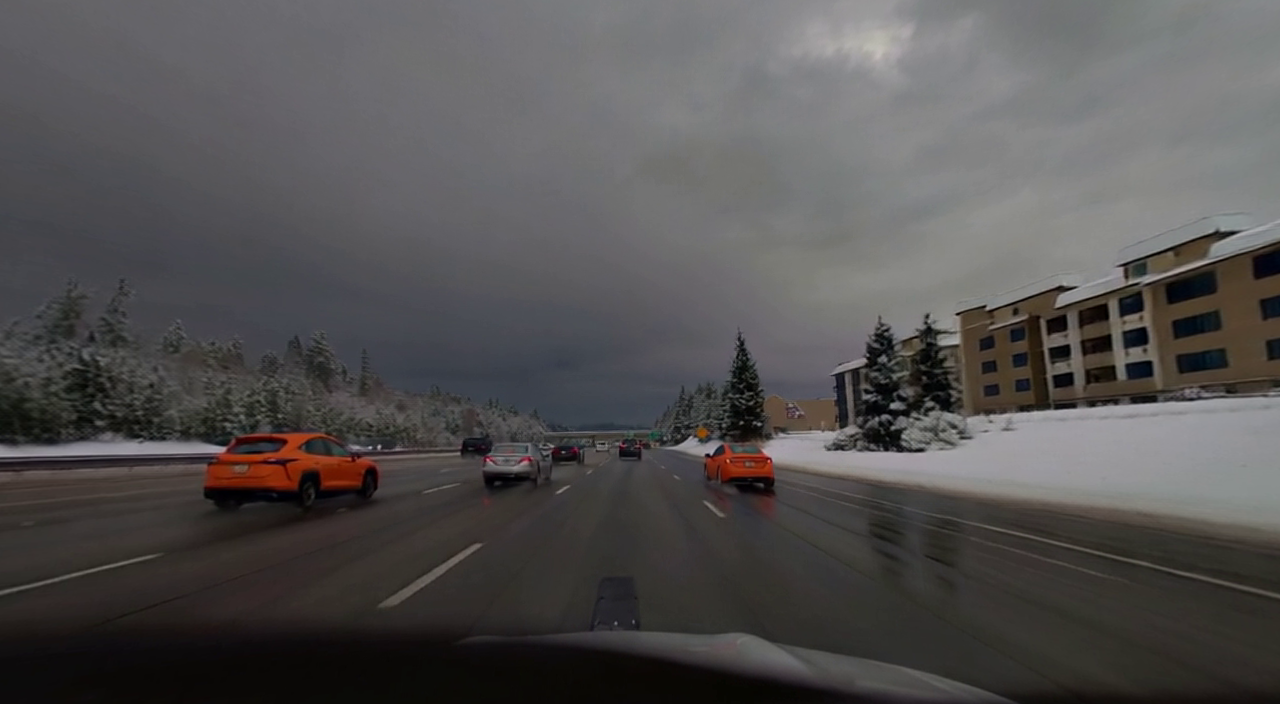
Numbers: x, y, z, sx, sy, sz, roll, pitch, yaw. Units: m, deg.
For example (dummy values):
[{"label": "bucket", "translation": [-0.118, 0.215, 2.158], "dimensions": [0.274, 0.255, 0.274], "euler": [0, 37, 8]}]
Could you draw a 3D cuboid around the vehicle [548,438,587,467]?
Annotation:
[{"label": "vehicle", "translation": [-4.721, 6.631, 41.742], "dimensions": [2.044, 1.774, 4.329], "euler": [0, -8, -1]}]

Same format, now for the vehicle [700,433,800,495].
[{"label": "vehicle", "translation": [3.150, 3.326, 19.157], "dimensions": [2.061, 1.658, 4.417], "euler": [0, -8, -2]}]

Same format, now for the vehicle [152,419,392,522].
[{"label": "vehicle", "translation": [-7.387, 2.432, 13.533], "dimensions": [2.086, 1.776, 5.080], "euler": [0, -8, 0]}]

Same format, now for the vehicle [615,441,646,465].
[{"label": "vehicle", "translation": [-0.684, 7.165, 44.992], "dimensions": [2.053, 1.650, 3.945], "euler": [0, -8, -1]}]

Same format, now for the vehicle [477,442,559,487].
[{"label": "vehicle", "translation": [-4.276, 4.002, 22.883], "dimensions": [2.124, 1.426, 4.444], "euler": [0, -8, -1]}]

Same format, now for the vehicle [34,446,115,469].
[{"label": "vehicle", "translation": [-38.408, 7.179, 43.045], "dimensions": [1.785, 1.453, 4.107], "euler": [0, -8, -1]}]
